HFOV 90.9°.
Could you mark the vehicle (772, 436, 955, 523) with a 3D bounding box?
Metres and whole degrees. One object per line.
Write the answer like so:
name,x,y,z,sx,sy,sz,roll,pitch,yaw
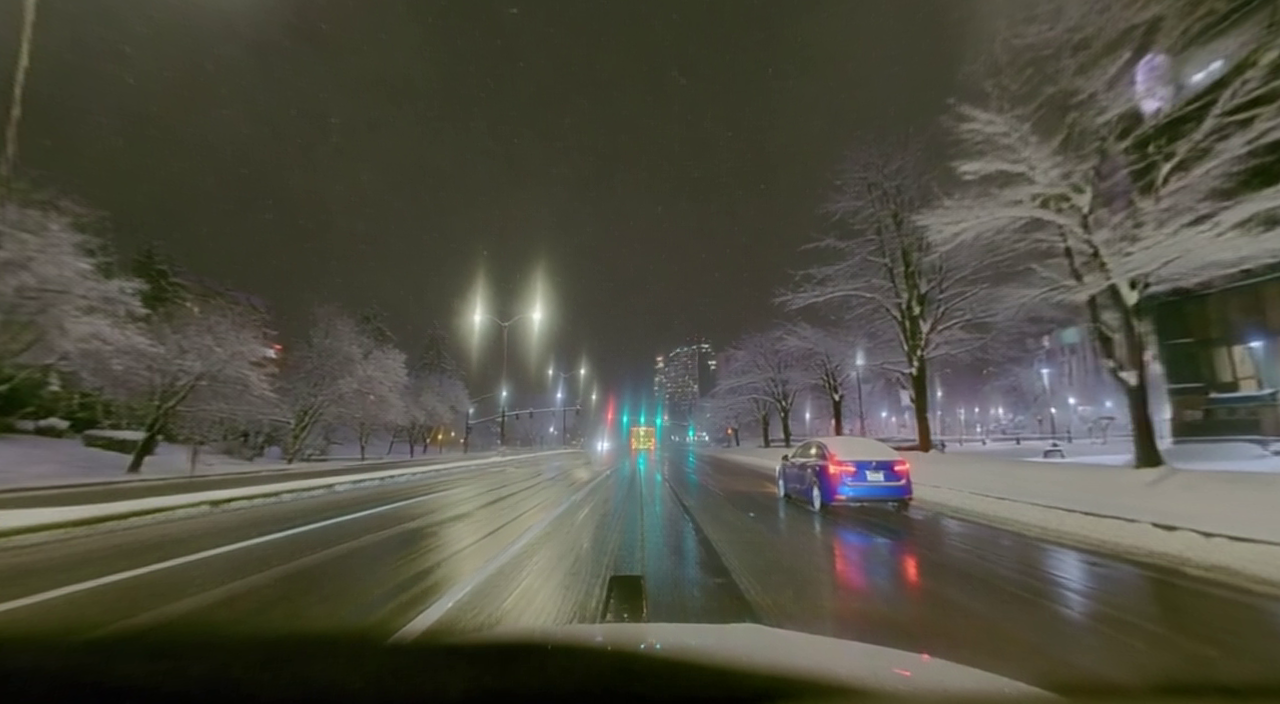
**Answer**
vehicle,4.267,2.488,13.010,2.005,1.442,4.675,0,-8,-1
